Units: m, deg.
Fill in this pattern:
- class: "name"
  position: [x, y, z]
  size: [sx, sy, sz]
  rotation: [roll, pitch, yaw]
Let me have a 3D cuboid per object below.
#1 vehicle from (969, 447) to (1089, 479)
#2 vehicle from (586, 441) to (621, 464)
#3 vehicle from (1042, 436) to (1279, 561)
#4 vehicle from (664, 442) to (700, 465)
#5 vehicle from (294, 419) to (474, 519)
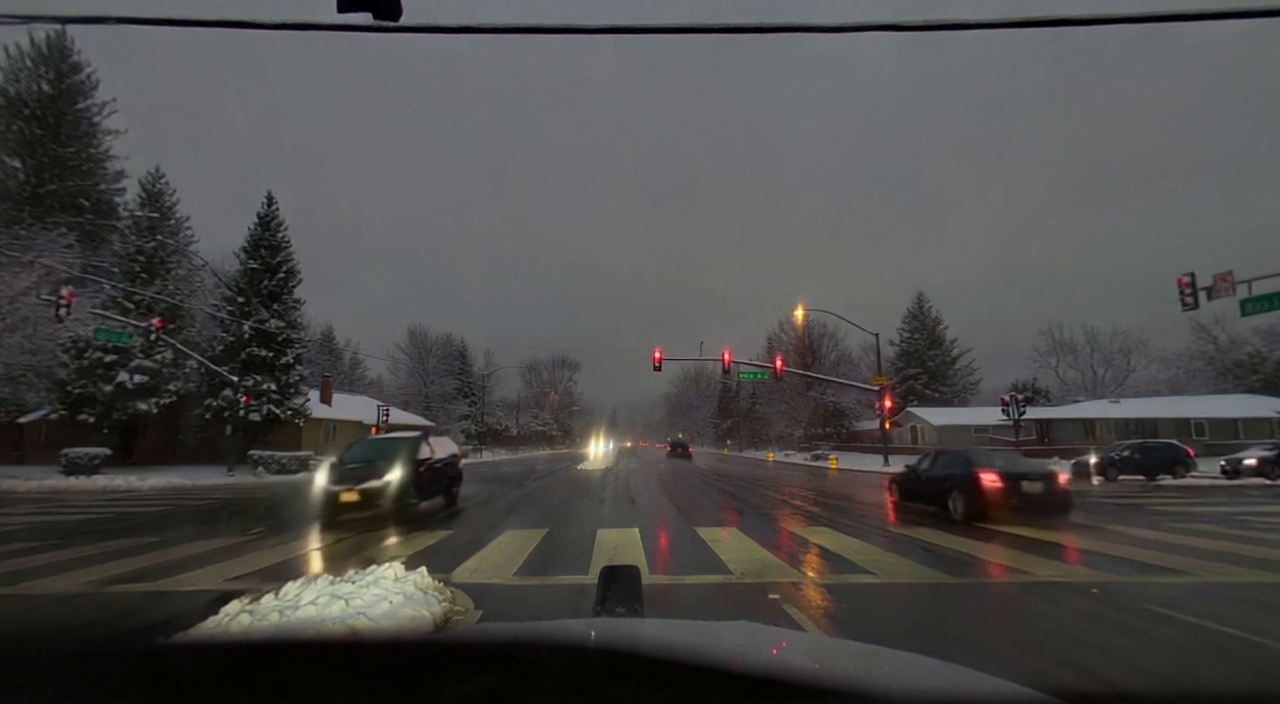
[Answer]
- class: "vehicle"
  position: [19.748, 5.632, 32.224]
  size: [4.874, 1.544, 1.779]
  rotation: [0, -9, 1]
- class: "vehicle"
  position: [-2.381, 6.710, 42.283]
  size: [2.045, 1.484, 3.991]
  rotation: [0, -9, 0]
- class: "vehicle"
  position: [7.995, 2.123, 10.019]
  size: [1.961, 1.494, 4.438]
  rotation: [-4, -9, 23]
- class: "vehicle"
  position: [2.752, 6.760, 42.324]
  size: [1.947, 1.467, 4.455]
  rotation: [0, -9, -1]
- class: "vehicle"
  position: [-4.983, 2.336, 13.063]
  size: [2.025, 1.704, 4.104]
  rotation: [0, -9, -1]
